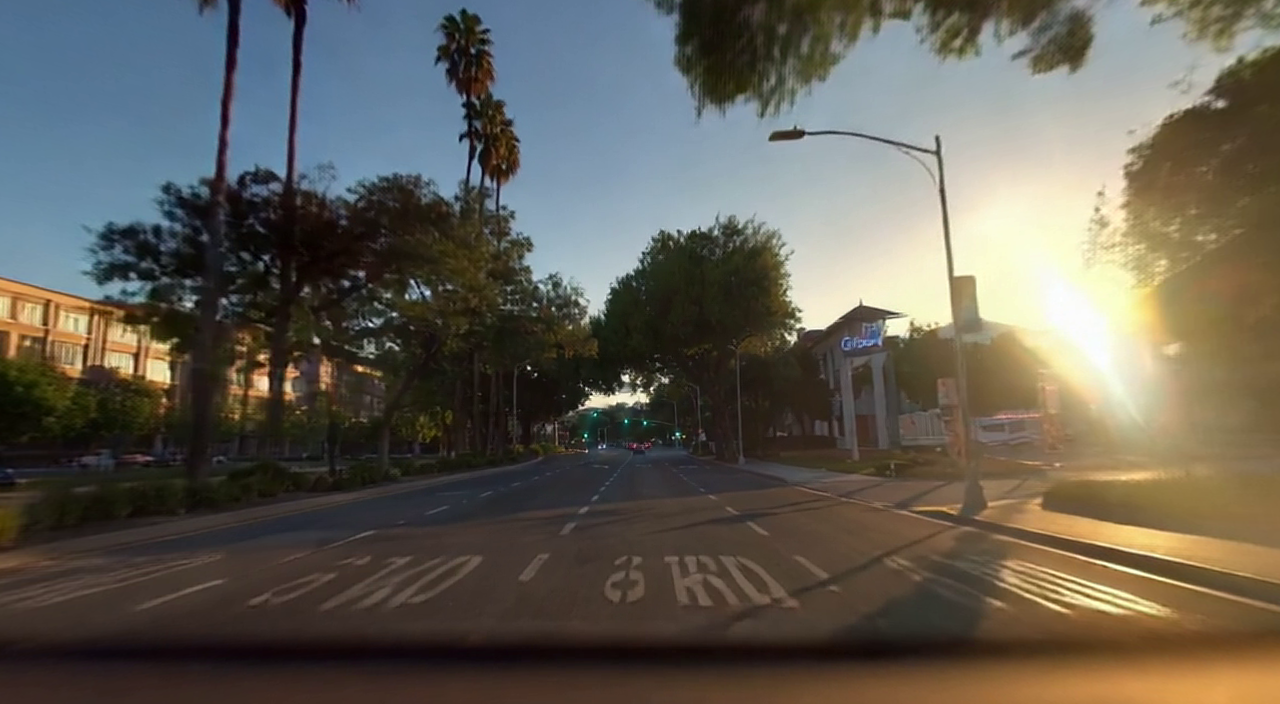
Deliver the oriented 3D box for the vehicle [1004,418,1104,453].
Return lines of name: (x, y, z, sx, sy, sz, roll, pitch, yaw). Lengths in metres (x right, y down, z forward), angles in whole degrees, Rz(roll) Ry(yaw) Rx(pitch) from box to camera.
vehicle: (22.877, 4.677, 35.104, 2.222, 1.818, 5.099, 0, -8, 2)
